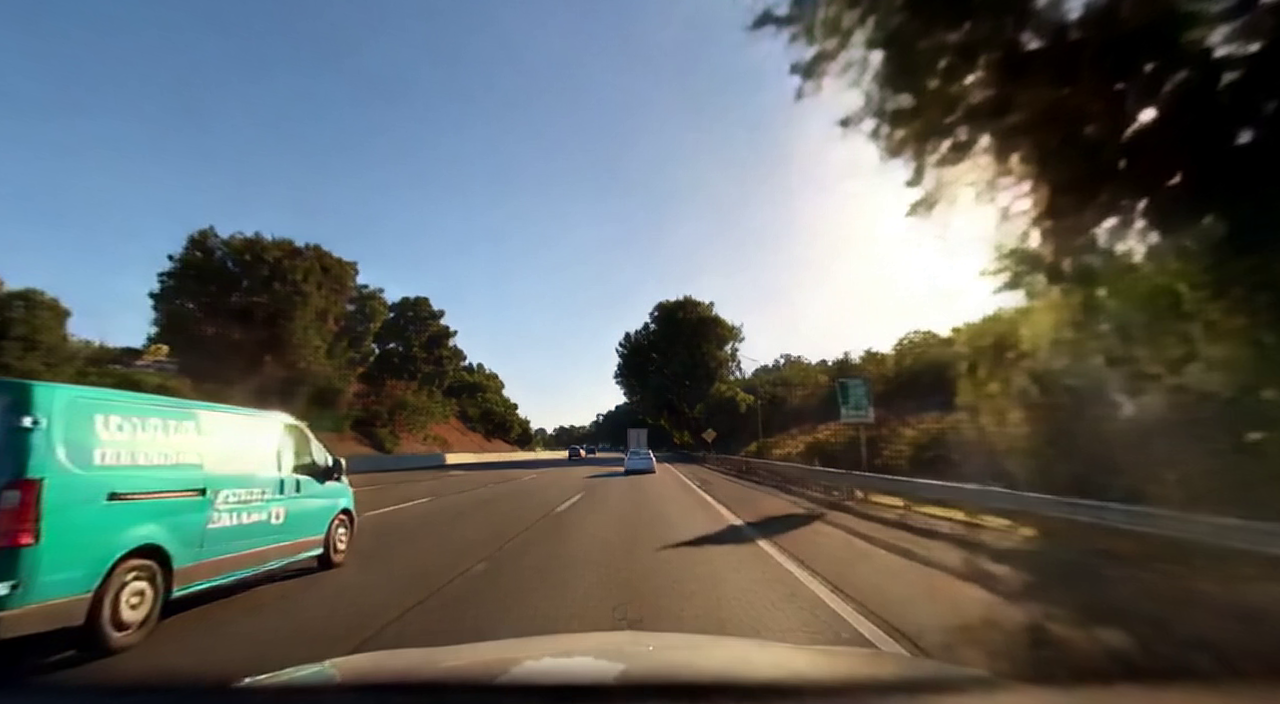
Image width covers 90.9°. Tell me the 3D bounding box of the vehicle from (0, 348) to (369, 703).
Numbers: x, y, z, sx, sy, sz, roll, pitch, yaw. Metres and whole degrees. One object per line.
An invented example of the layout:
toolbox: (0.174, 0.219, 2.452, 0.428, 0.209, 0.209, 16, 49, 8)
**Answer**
vehicle: (-4.378, 1.183, 4.994, 2.174, 1.862, 5.012, 0, -9, 1)

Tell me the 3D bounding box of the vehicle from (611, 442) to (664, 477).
vehicle: (-0.091, 4.869, 28.747, 2.238, 1.479, 3.672, 0, -9, 1)
